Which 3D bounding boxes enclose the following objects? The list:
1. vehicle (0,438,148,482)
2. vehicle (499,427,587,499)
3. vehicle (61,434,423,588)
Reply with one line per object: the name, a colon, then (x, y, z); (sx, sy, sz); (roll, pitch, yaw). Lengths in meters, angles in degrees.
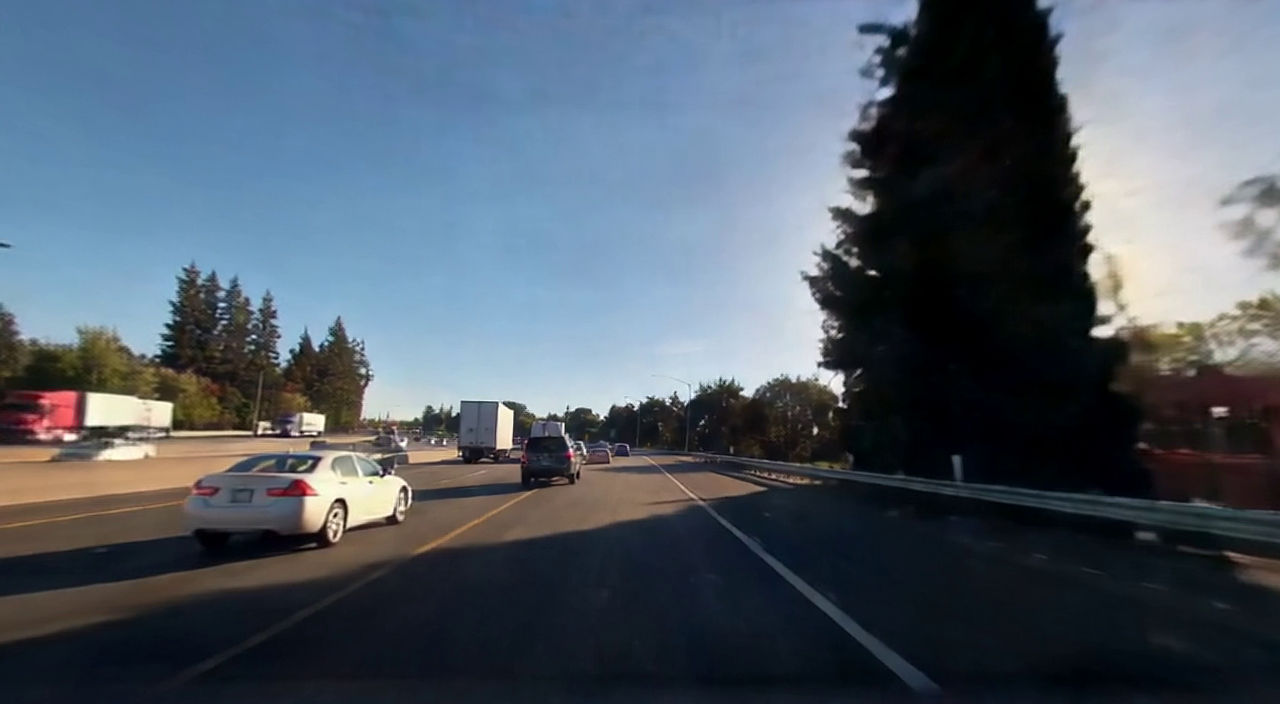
vehicle: (-21.624, 4.092, 24.277); (1.968, 1.477, 4.594); (0, -8, -3)
vehicle: (-2.659, 3.193, 18.642); (2.093, 1.785, 5.303); (0, -8, -4)
vehicle: (-4.598, 1.859, 8.404); (1.932, 1.445, 4.625); (0, -8, -2)
